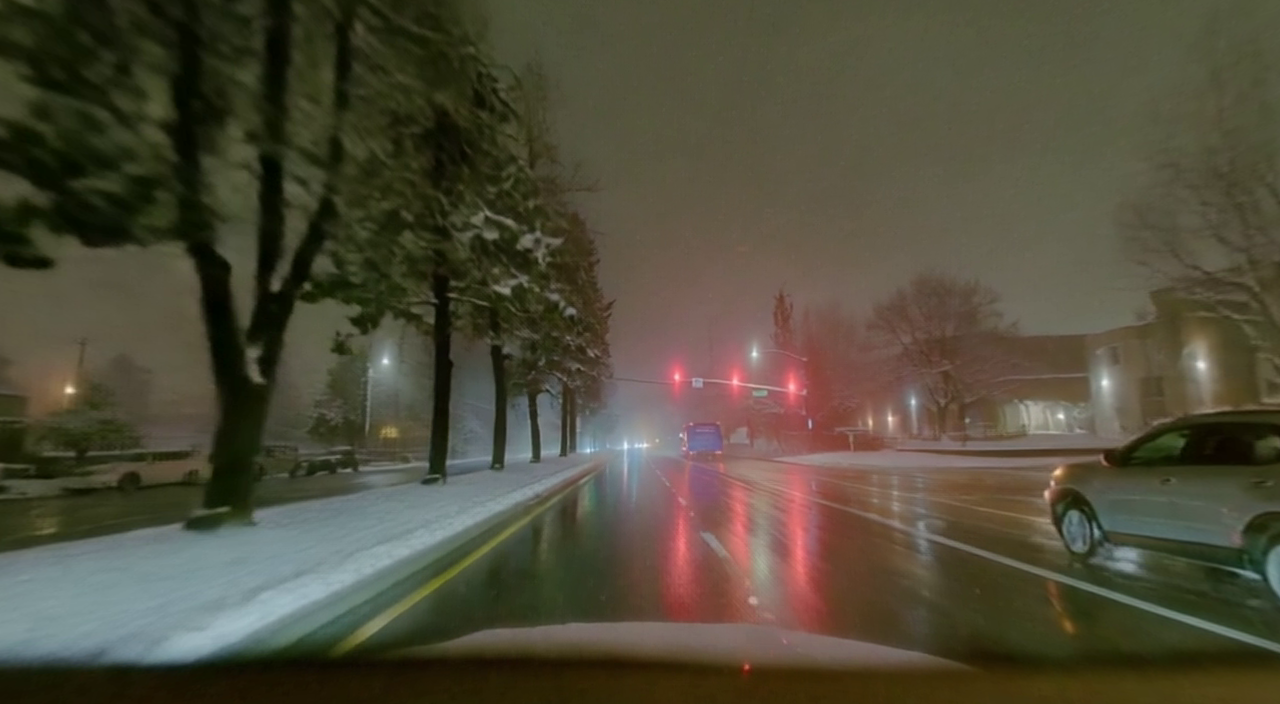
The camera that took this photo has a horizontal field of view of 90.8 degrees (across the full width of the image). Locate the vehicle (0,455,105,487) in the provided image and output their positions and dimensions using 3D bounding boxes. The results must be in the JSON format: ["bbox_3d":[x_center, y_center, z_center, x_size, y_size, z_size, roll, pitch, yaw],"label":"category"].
[{"bbox_3d":[-28.824,5.715,30.494,4.228,1.456,1.998,-1,-8,2],"label":"vehicle"}]

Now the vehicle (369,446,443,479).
[{"bbox_3d":[-11.580,5.466,31.628,1.888,1.480,4.644,0,-8,0],"label":"vehicle"}]

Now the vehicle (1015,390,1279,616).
[{"bbox_3d":[6.030,1.335,5.997,2.012,1.754,4.635,0,-8,-1],"label":"vehicle"}]

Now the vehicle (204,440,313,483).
[{"bbox_3d":[-19.645,5.646,32.945,2.281,2.035,5.418,0,-8,0],"label":"vehicle"}]

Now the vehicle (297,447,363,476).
[{"bbox_3d":[-19.565,6.888,40.081,2.060,1.665,4.282,0,-8,-1],"label":"vehicle"}]
